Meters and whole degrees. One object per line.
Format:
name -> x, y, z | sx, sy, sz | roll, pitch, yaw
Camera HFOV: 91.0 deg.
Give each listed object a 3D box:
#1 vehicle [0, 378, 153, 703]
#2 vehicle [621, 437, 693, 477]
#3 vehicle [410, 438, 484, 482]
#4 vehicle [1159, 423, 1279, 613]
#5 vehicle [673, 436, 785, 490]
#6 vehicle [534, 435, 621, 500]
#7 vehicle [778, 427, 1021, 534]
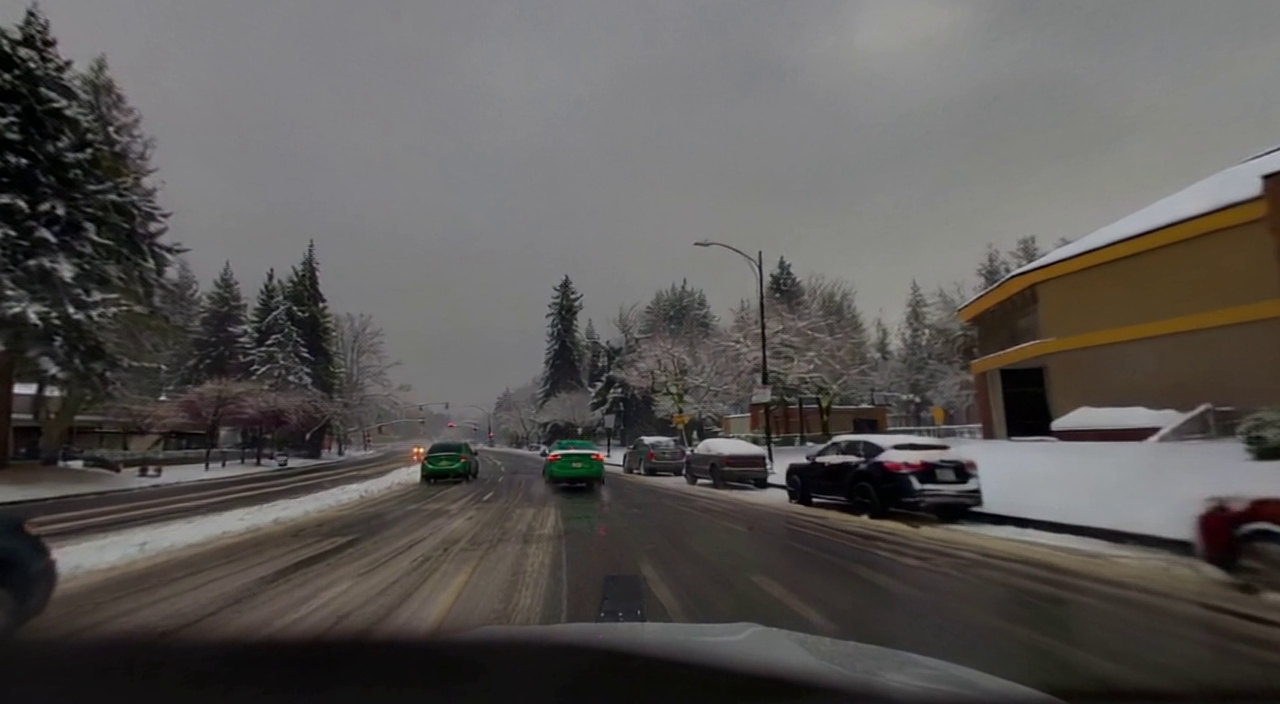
vehicle -> -4.272, 0.803, 1.895 | 2.065, 1.714, 4.570 | 0, -8, -3
vehicle -> 0.620, 4.473, 27.120 | 1.911, 1.534, 4.599 | 2, -9, -14
vehicle -> -7.217, 4.066, 24.051 | 2.105, 1.477, 4.857 | 1, -9, -10
vehicle -> 6.283, 1.081, 3.523 | 2.038, 1.446, 4.896 | 2, -9, -12
vehicle -> 2.603, 3.418, 19.809 | 1.867, 1.489, 4.694 | 2, -9, -13
vehicle -> -1.754, 3.019, 16.959 | 2.001, 1.483, 4.442 | 1, -8, -8
vehicle -> 4.352, 2.209, 11.473 | 1.905, 1.537, 4.276 | 2, -9, -13
